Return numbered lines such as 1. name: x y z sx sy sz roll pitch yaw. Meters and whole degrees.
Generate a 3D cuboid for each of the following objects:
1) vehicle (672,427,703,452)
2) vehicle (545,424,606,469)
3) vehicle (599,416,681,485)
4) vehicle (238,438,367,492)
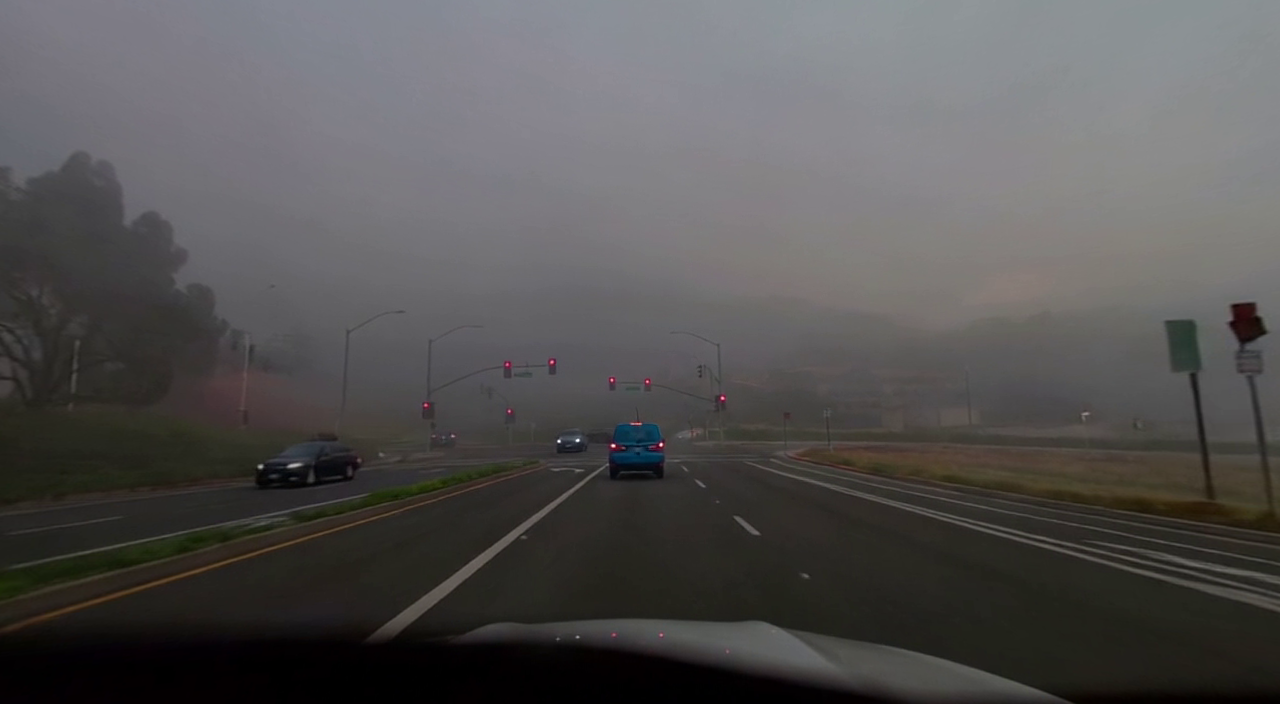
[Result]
1. vehicle: 3.313 6.215 44.565 1.817 1.662 3.843 0 -8 -1
2. vehicle: -2.747 4.168 27.811 2.131 1.783 4.540 0 -8 1
3. vehicle: 0.047 2.950 19.036 2.185 1.822 4.391 0 -8 1
4. vehicle: -10.380 3.484 19.841 1.991 1.469 4.596 1 -8 -7
